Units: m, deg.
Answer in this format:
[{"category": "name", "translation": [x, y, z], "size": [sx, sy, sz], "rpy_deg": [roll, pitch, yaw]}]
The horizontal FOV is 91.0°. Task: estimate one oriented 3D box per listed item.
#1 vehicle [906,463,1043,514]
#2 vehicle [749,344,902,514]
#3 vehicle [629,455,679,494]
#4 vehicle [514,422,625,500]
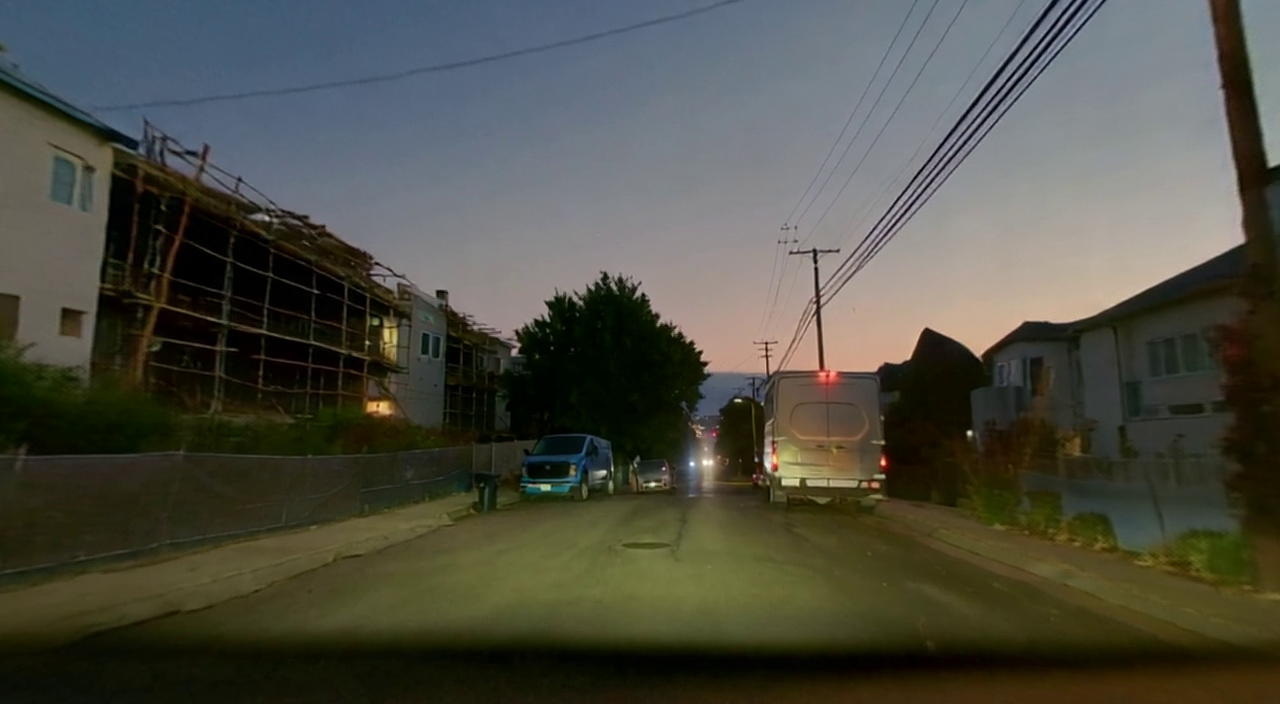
[{"category": "vehicle", "translation": [15.590, 6.359, 29.659], "size": [5.321, 1.857, 1.976], "rpy_deg": [-1, -4, 15]}, {"category": "vehicle", "translation": [5.008, 2.585, 19.215], "size": [2.915, 3.793, 9.963], "rpy_deg": [0, -10, 7]}, {"category": "vehicle", "translation": [0.916, 6.864, 35.667], "size": [2.257, 1.916, 5.089], "rpy_deg": [-1, -9, 8]}, {"category": "vehicle", "translation": [-1.978, 3.193, 19.260], "size": [2.171, 1.910, 4.789], "rpy_deg": [-2, -5, 9]}]
